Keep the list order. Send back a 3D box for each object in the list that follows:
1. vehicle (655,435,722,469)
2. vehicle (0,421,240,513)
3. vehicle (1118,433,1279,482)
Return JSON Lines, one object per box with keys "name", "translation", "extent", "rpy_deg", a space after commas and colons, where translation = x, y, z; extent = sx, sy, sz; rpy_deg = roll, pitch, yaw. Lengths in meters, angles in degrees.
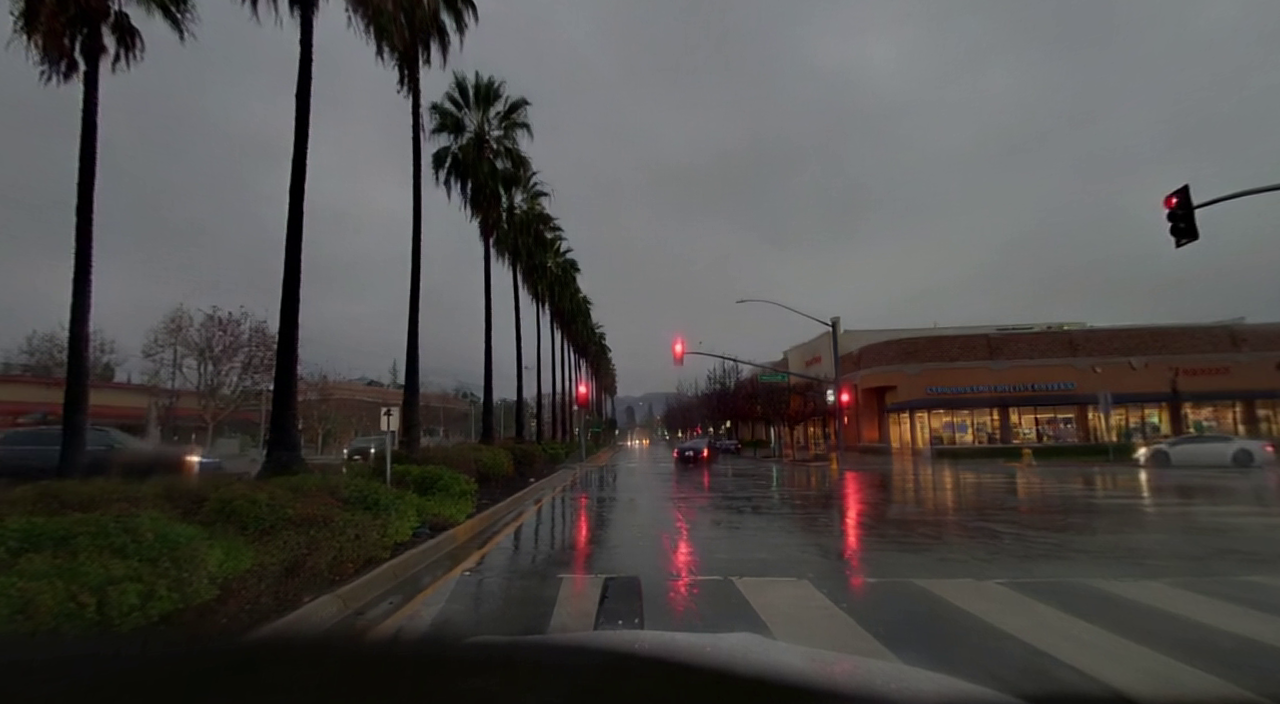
{"name": "vehicle", "translation": [2.639, 5.256, 33.273], "extent": [1.999, 1.653, 4.603], "rpy_deg": [-4, -9, 25]}
{"name": "vehicle", "translation": [-13.093, 2.664, 14.850], "extent": [5.619, 1.951, 2.321], "rpy_deg": [0, -8, -3]}
{"name": "vehicle", "translation": [21.648, 4.015, 24.126], "extent": [4.722, 1.717, 2.000], "rpy_deg": [-2, -9, 15]}
